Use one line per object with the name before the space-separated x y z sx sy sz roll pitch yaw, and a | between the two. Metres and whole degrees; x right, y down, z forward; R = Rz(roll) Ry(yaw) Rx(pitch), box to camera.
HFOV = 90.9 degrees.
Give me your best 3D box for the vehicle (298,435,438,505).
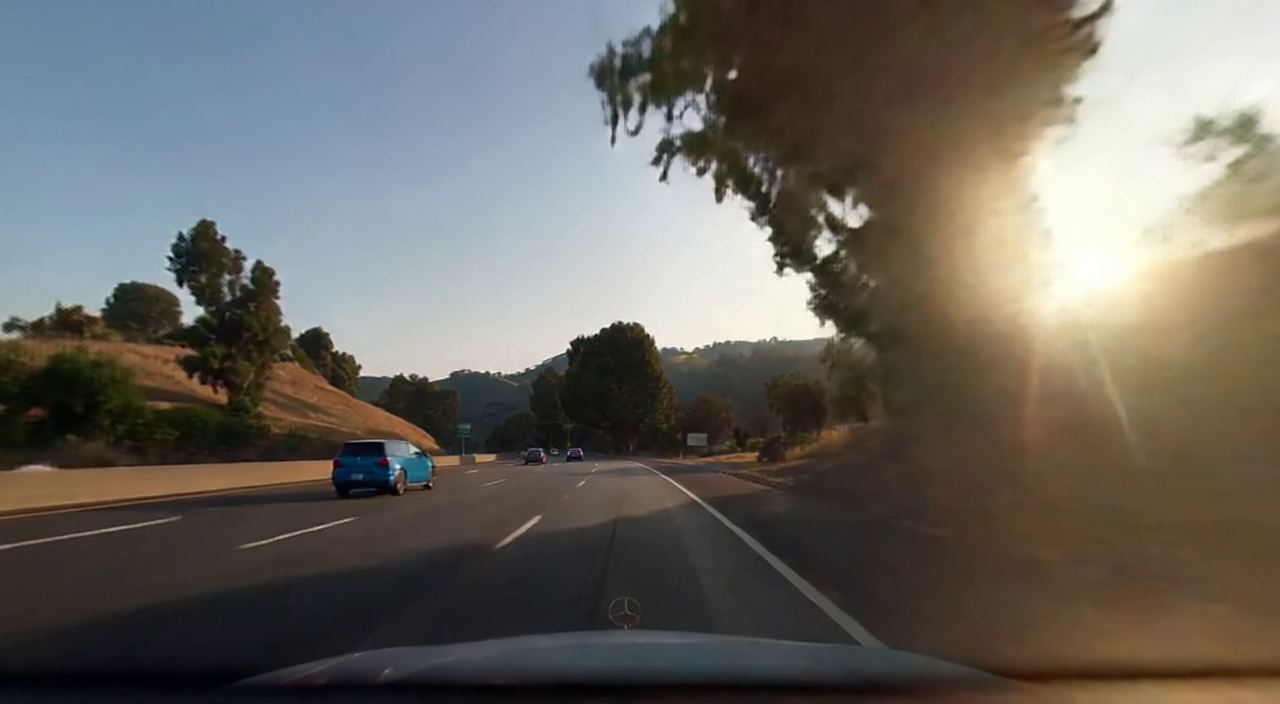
vehicle | -7.526 3.282 18.042 2.046 1.712 4.533 0 -9 -1
